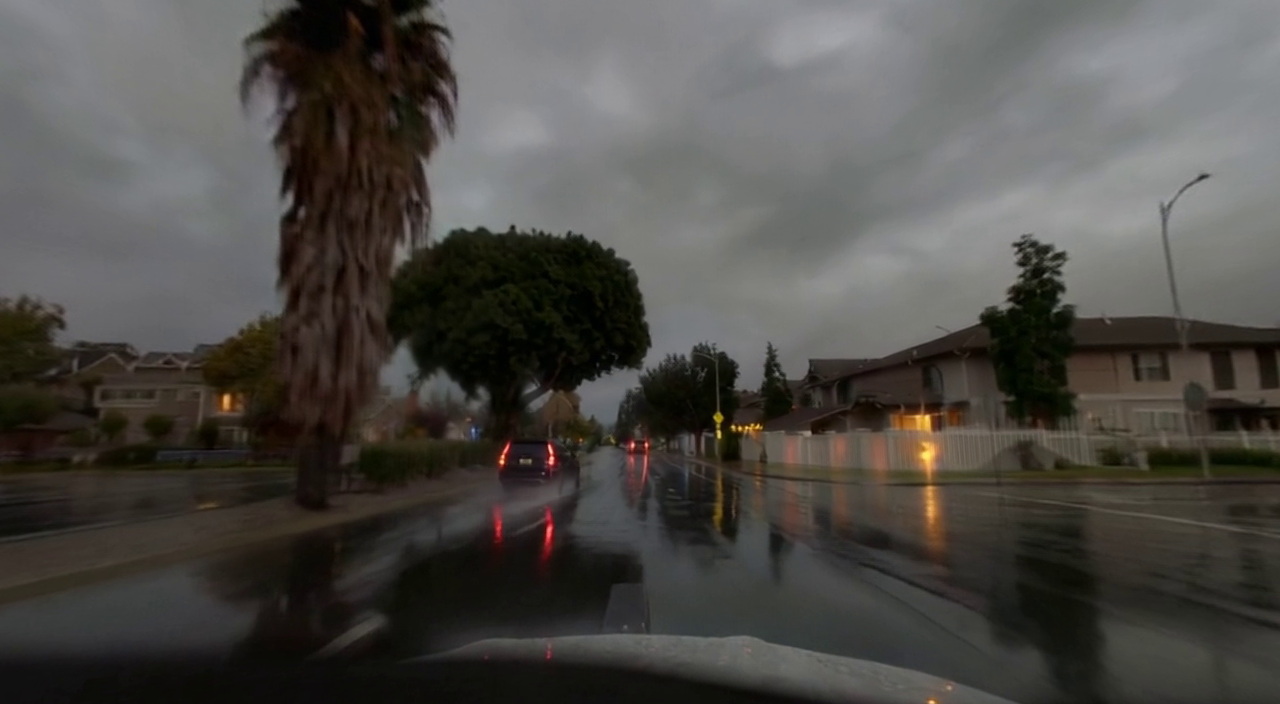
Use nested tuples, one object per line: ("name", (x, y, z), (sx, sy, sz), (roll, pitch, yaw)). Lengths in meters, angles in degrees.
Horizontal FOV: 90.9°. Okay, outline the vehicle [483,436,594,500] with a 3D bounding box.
("vehicle", (-2.573, 3.100, 17.296), (2.075, 1.498, 4.730), (0, -9, 2))
